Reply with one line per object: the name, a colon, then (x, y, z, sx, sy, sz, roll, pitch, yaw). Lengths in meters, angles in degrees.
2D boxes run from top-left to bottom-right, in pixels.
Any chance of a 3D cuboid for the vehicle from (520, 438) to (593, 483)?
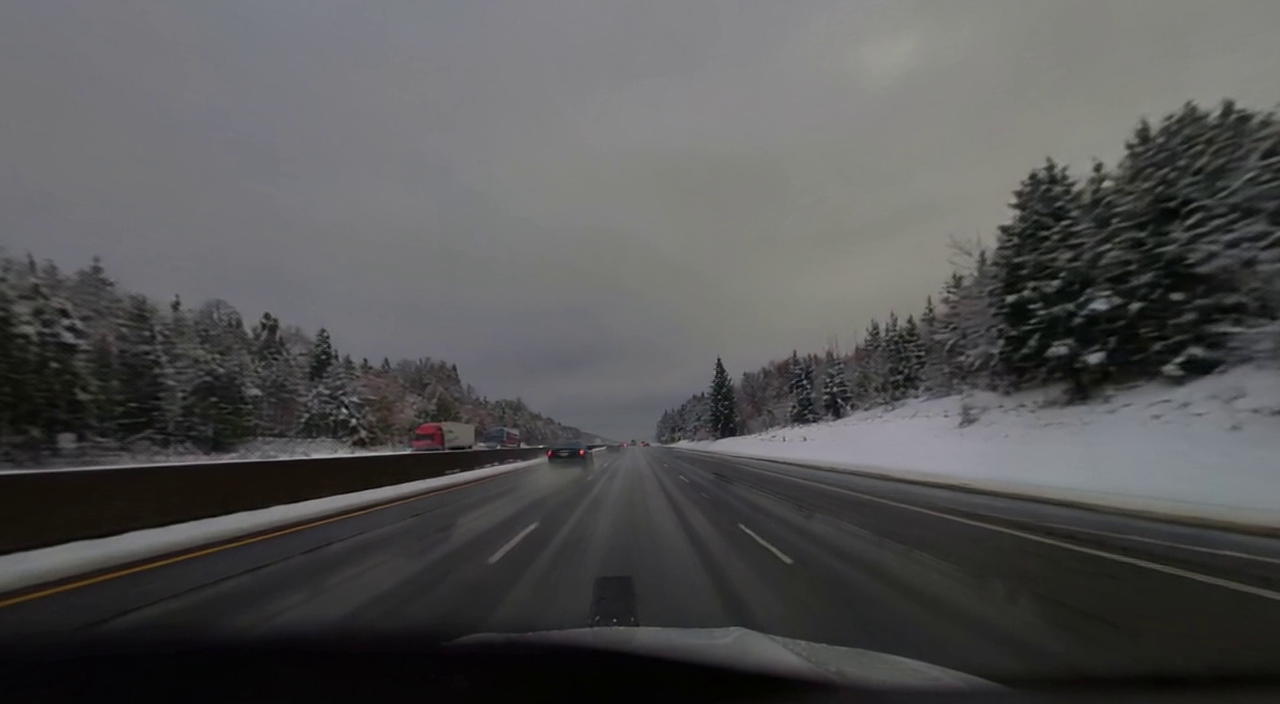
vehicle: (-3.130, 4.147, 24.466, 2.158, 1.562, 4.373, -1, -8, 1)
